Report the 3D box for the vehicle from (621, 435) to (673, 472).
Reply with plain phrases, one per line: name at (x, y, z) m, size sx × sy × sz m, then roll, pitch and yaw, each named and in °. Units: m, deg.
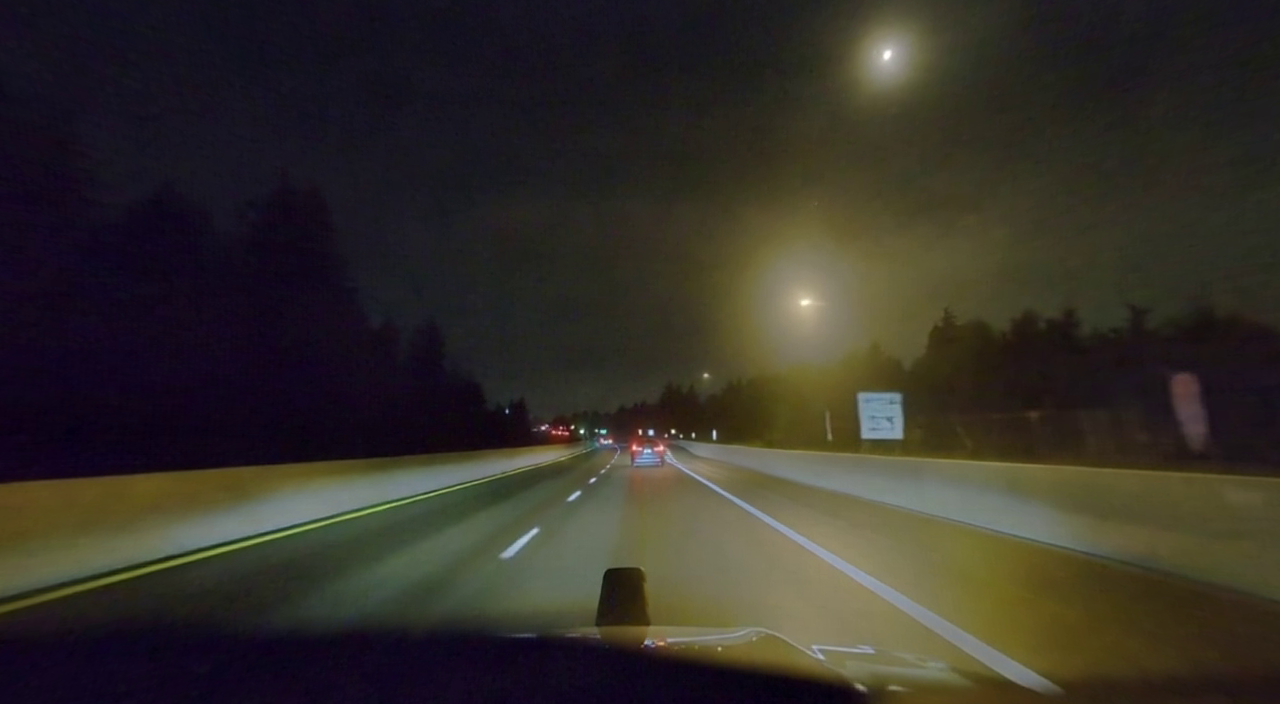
vehicle at (0.311, 4.509, 28.116) m, size 2.130 × 1.512 × 4.057 m, roll 0°, pitch -8°, yaw 0°
